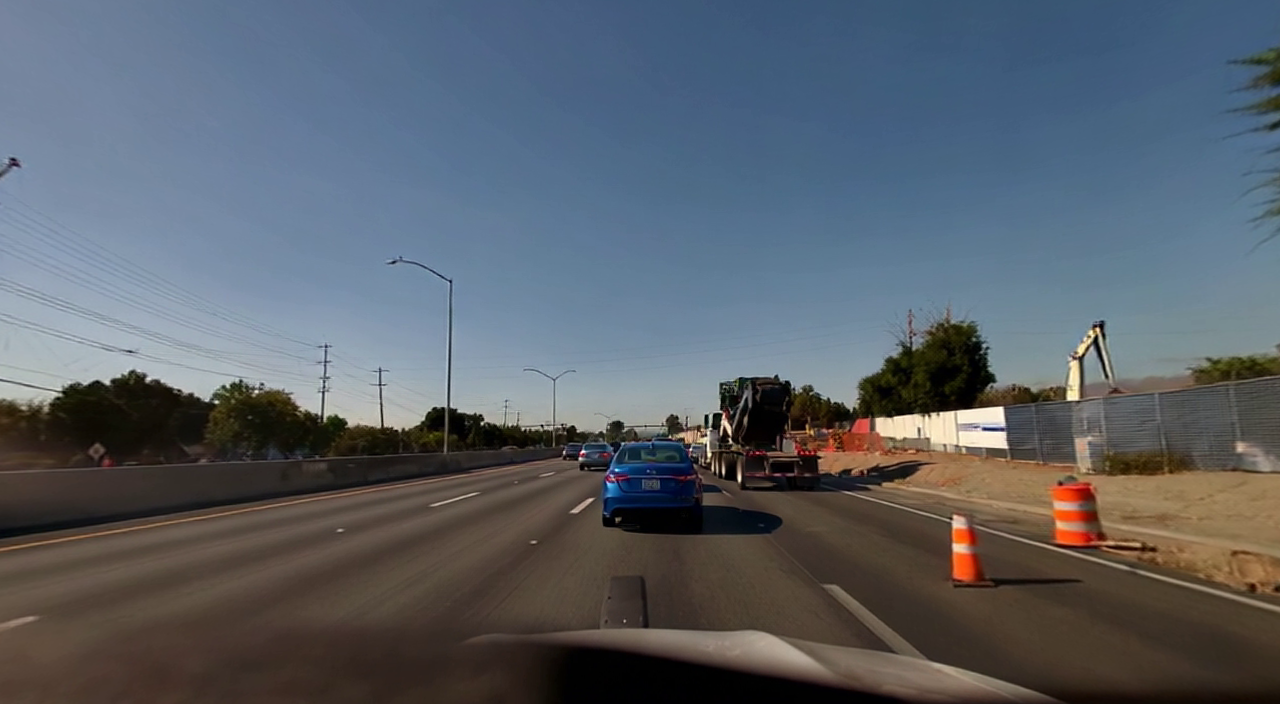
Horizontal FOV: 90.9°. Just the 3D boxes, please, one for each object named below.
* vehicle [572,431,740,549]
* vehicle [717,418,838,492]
[{"bbox_3d":[0.211,2.071,10.192,2.128,1.473,4.272,0,-8,0],"label":"vehicle"},{"bbox_3d":[4.154,3.288,20.445,2.555,2.017,6.201,0,-8,1],"label":"vehicle"}]
